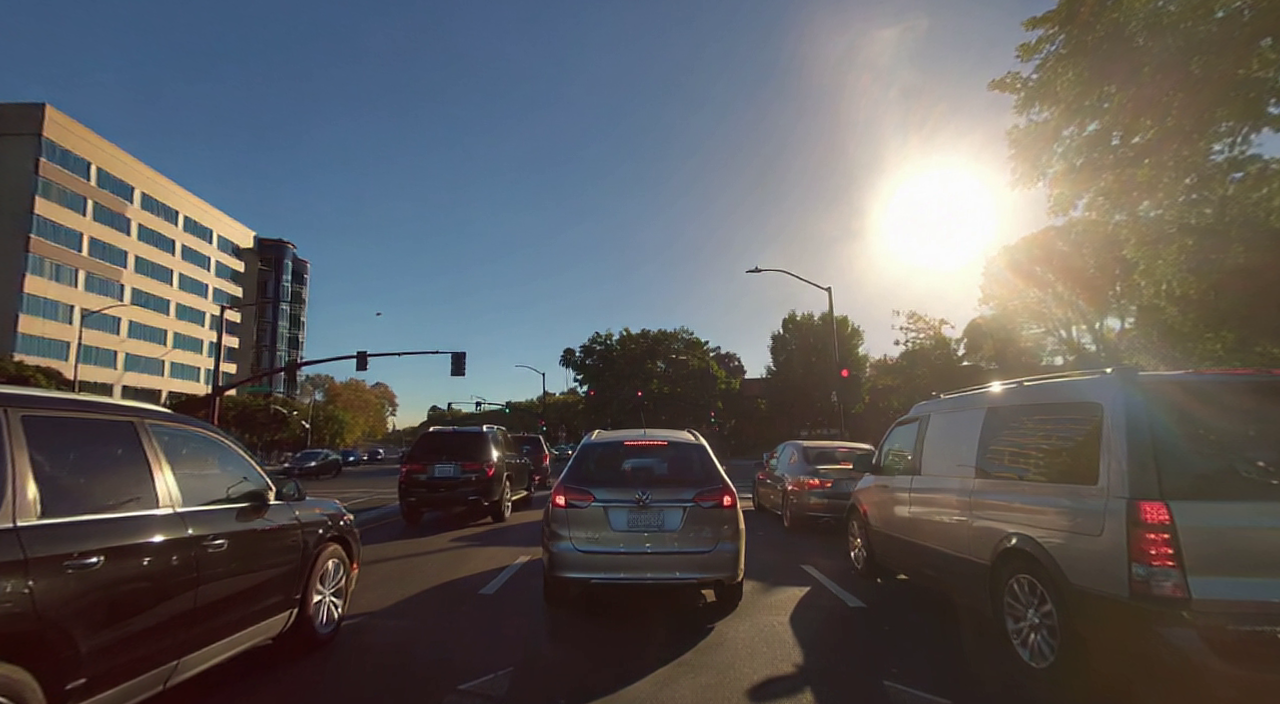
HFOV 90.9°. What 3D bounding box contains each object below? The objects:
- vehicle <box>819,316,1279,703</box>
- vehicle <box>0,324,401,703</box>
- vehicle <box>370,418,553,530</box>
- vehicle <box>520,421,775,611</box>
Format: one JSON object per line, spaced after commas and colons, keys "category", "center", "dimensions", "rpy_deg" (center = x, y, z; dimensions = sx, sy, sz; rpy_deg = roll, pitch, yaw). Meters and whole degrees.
{"category": "vehicle", "center": [3.215, 1.108, 4.798], "dimensions": [2.141, 1.833, 4.704], "rpy_deg": [0, -8, -2]}
{"category": "vehicle", "center": [-3.114, 0.954, 3.296], "dimensions": [1.982, 1.721, 4.261], "rpy_deg": [0, -8, 1]}
{"category": "vehicle", "center": [-3.186, 2.300, 12.479], "dimensions": [2.117, 1.772, 4.619], "rpy_deg": [0, -8, 2]}
{"category": "vehicle", "center": [0.025, 1.597, 7.051], "dimensions": [2.021, 1.490, 3.948], "rpy_deg": [0, -8, -1]}
